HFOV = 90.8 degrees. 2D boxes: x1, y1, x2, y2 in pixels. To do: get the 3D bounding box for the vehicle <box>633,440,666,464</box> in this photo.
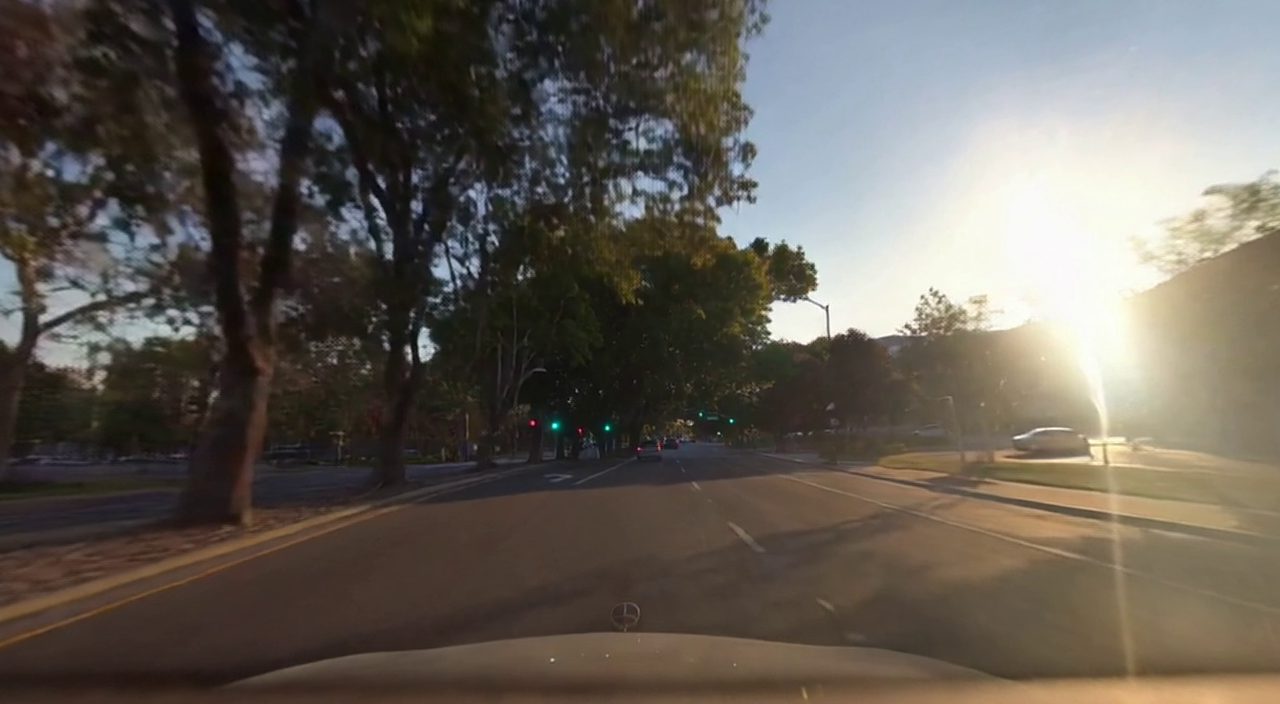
[{"bbox_3d":[0.707,6.732,42.580,2.037,1.568,3.693,-1,-8,4],"label":"vehicle"}]
